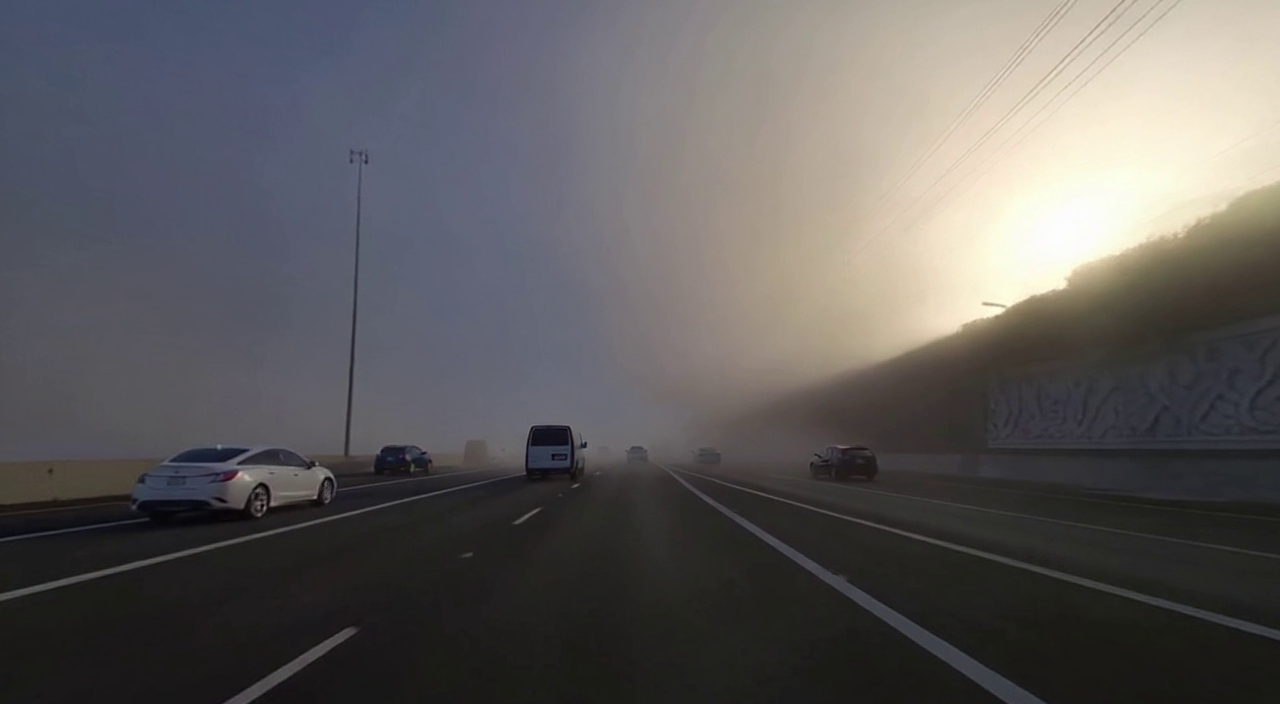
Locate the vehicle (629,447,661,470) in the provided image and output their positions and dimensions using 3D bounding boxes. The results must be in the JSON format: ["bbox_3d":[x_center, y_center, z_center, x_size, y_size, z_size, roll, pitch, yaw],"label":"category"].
[{"bbox_3d":[0.324,7.465,44.409,2.084,1.492,4.137,0,-9,-2],"label":"vehicle"}]

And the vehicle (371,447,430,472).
[{"bbox_3d":[-15.231,6.855,40.380,1.937,1.523,4.708,0,-9,0],"label":"vehicle"}]

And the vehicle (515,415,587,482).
[{"bbox_3d":[-3.840,4.341,28.427,2.395,2.660,5.827,0,-9,0],"label":"vehicle"}]

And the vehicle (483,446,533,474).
[{"bbox_3d":[-7.514,6.177,36.164,1.944,1.490,4.442,0,-9,-1],"label":"vehicle"}]

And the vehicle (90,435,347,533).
[{"bbox_3d":[-7.757,2.443,12.299,1.967,1.525,4.458,0,-9,-1],"label":"vehicle"}]

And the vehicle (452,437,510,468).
[{"bbox_3d":[-11.655,7.428,46.658,2.596,2.162,6.328,0,-9,0],"label":"vehicle"}]

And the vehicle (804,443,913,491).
[{"bbox_3d":[7.439,3.958,22.013,2.052,1.470,4.364,0,-9,-3],"label":"vehicle"}]

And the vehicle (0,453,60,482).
[{"bbox_3d":[-33.792,6.185,33.780,1.696,1.466,3.770,0,-9,-1],"label":"vehicle"}]

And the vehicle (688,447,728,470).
[{"bbox_3d":[4.743,7.534,44.747,2.095,1.504,4.536,0,-9,-3],"label":"vehicle"}]
